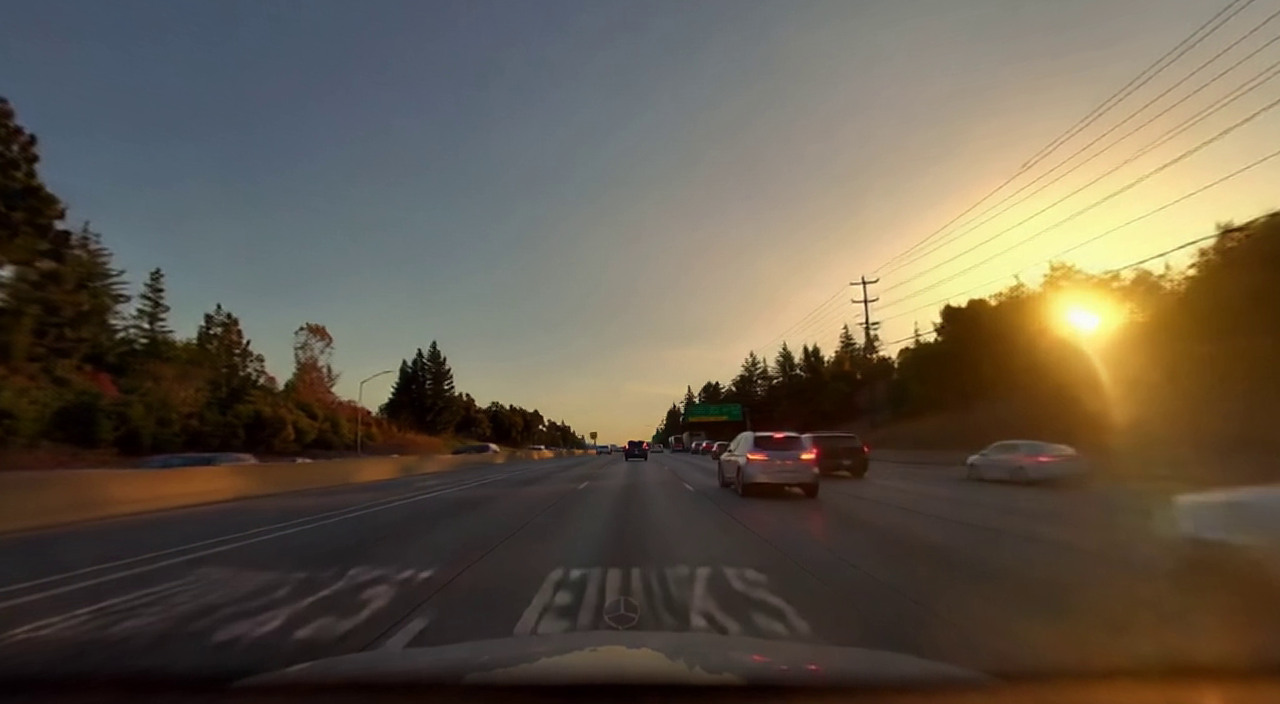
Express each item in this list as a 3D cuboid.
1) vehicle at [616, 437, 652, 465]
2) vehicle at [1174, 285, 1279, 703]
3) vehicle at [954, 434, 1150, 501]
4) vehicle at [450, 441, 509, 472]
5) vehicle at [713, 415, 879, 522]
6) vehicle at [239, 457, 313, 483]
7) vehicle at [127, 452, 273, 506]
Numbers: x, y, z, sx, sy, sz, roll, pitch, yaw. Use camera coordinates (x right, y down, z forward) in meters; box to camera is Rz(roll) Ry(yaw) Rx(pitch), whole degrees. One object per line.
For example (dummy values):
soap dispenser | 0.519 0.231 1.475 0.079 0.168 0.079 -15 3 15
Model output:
vehicle | -0.424 6.793 43.230 2.314 1.796 4.254 0 -8 -1
vehicle | 3.451 0.406 0.313 2.095 1.886 4.727 0 -8 -1
vehicle | 10.331 2.920 16.347 1.890 1.474 4.662 0 -9 0
vehicle | -8.917 5.839 35.422 2.047 1.650 4.600 0 -8 0
vehicle | 2.995 2.381 13.402 2.152 1.821 4.853 0 -8 -2
vehicle | -23.134 7.478 40.204 1.900 1.477 4.797 0 -8 -1
vehicle | -15.390 4.436 22.407 1.995 1.664 4.401 0 -8 0
